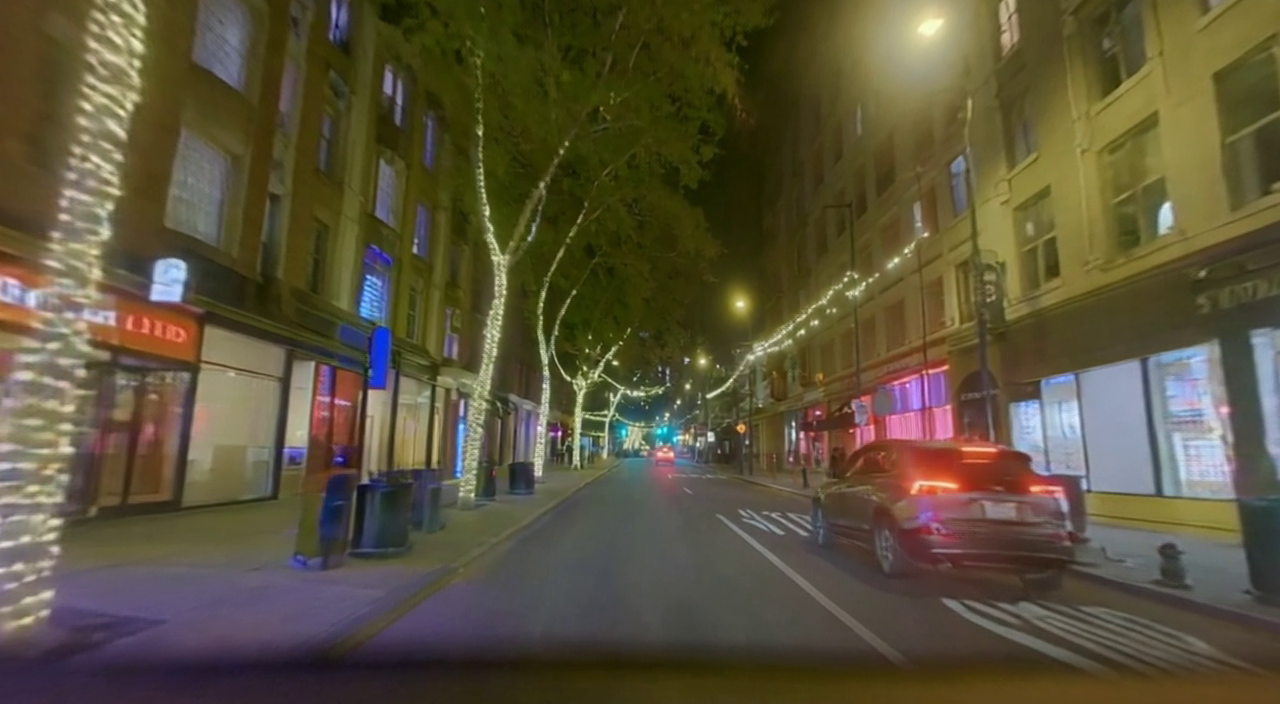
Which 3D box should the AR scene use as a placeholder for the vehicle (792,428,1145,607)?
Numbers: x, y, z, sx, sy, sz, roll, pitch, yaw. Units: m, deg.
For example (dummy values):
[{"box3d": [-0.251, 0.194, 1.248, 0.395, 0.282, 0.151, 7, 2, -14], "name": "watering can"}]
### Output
[{"box3d": [3.442, 1.795, 7.826, 1.971, 1.559, 4.326, 0, -9, -1], "name": "vehicle"}]
